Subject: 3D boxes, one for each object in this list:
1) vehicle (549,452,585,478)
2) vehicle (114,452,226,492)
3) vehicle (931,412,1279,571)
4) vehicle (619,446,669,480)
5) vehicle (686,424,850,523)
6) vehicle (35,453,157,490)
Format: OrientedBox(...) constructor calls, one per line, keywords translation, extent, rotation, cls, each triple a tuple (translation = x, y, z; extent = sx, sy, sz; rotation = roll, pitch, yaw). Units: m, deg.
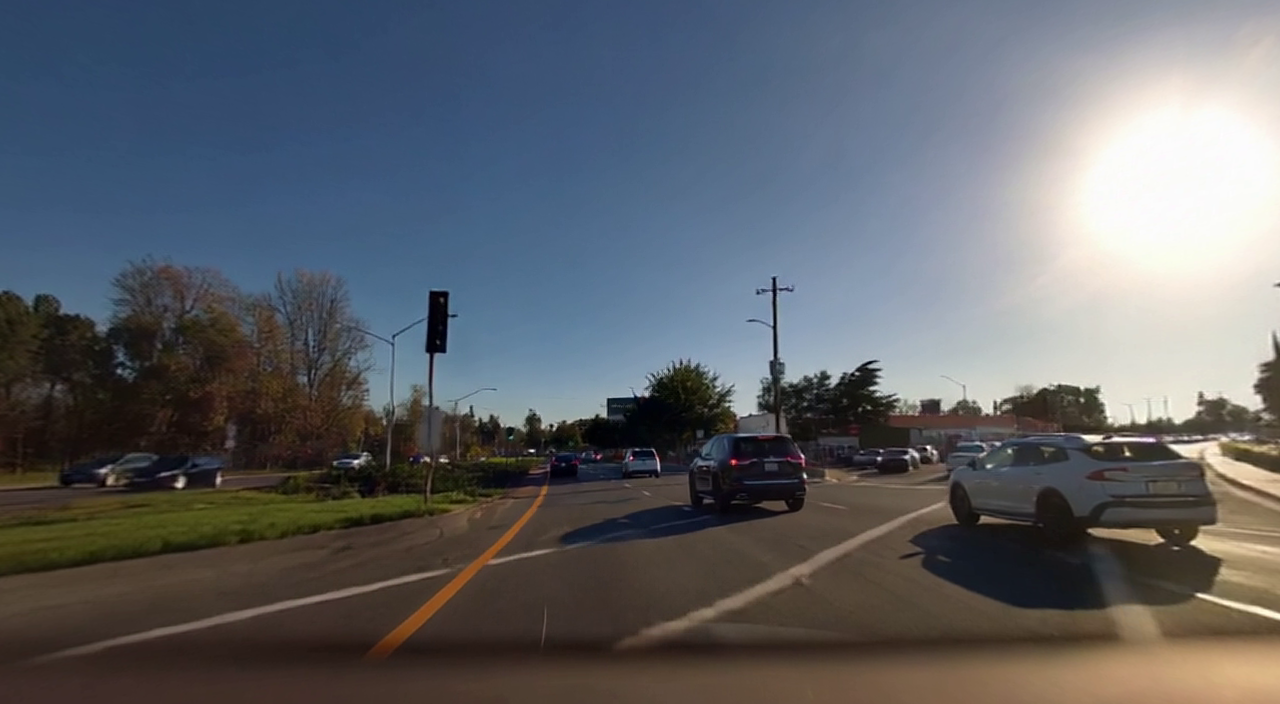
OrientedBox(translation=(-4.733, 7.205, 40.457), extent=(2.107, 1.527, 4.174), rotation=(1, -8, -8), cls="vehicle")
OrientedBox(translation=(-20.932, 5.314, 28.362), extent=(1.871, 1.581, 4.635), rotation=(1, -8, -6), cls="vehicle")
OrientedBox(translation=(6.072, 1.740, 8.657), extent=(1.881, 1.604, 4.289), rotation=(1, -8, -3), cls="vehicle")
OrientedBox(translation=(0.133, 5.720, 32.896), extent=(2.012, 1.612, 4.114), rotation=(2, -8, -9), cls="vehicle")
OrientedBox(translation=(2.521, 2.553, 13.883), extent=(2.184, 1.777, 4.712), rotation=(1, -8, -6), cls="vehicle")
OrientedBox(translation=(-25.049, 5.486, 29.265), extent=(2.009, 1.525, 4.346), rotation=(1, -8, -5), cls="vehicle")
